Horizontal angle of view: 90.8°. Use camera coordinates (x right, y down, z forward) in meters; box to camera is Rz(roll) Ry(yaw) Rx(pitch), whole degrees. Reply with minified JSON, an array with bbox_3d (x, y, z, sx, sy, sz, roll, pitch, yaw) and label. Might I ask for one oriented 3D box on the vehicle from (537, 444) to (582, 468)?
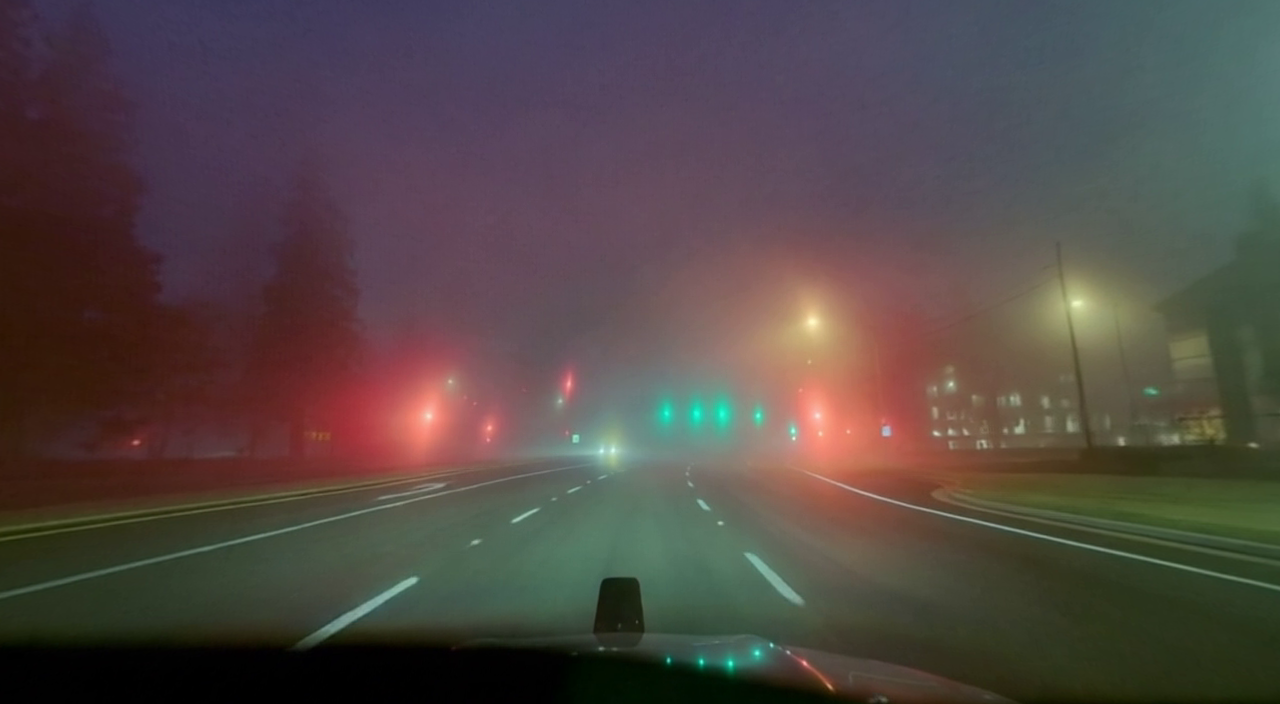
[{"bbox_3d":[-5.311,6.944,42.268,1.893,1.503,4.309,-2,-9,9],"label":"vehicle"}]
